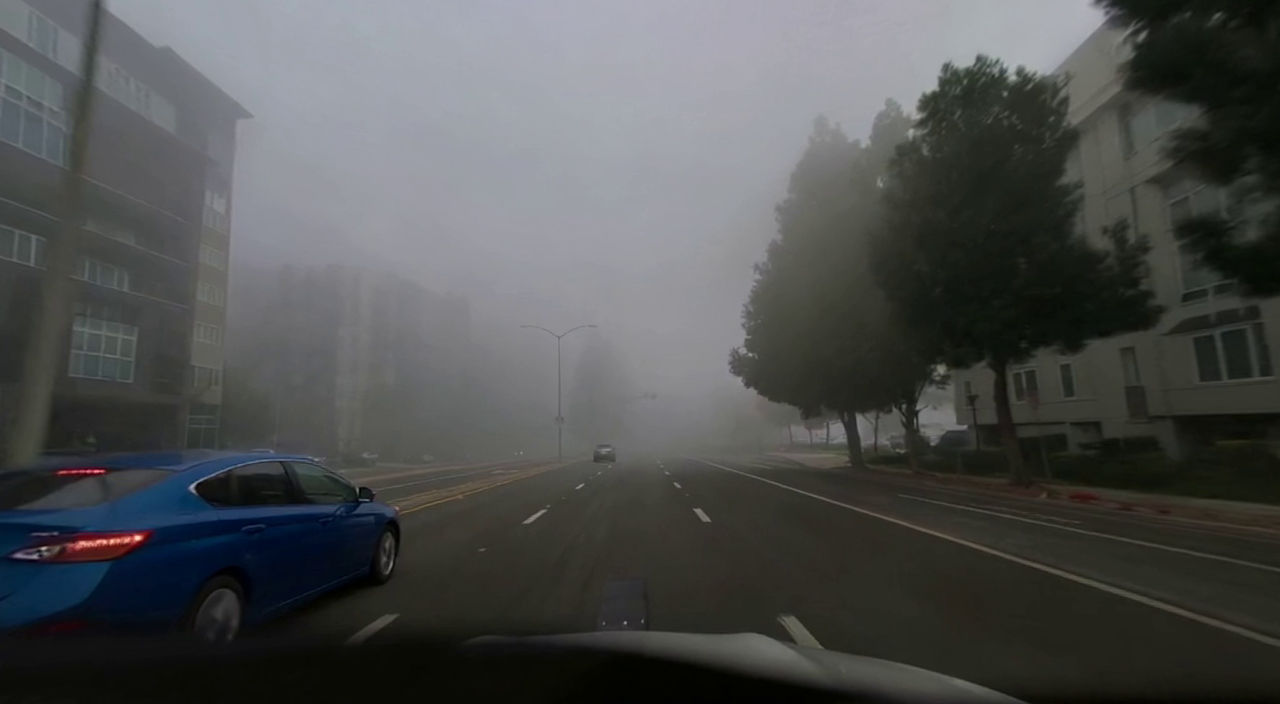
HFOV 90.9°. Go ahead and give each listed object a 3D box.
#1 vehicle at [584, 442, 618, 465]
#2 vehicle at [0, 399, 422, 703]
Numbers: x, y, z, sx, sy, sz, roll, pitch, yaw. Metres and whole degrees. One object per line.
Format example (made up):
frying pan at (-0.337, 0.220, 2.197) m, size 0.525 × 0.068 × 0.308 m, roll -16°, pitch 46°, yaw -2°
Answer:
vehicle at (-2.899, 7.738, 48.151) m, size 2.197 × 1.486 × 4.654 m, roll -4°, pitch -8°, yaw 0°
vehicle at (-3.398, 1.309, 4.500) m, size 2.009 × 1.489 × 4.543 m, roll -4°, pitch -8°, yaw 1°
